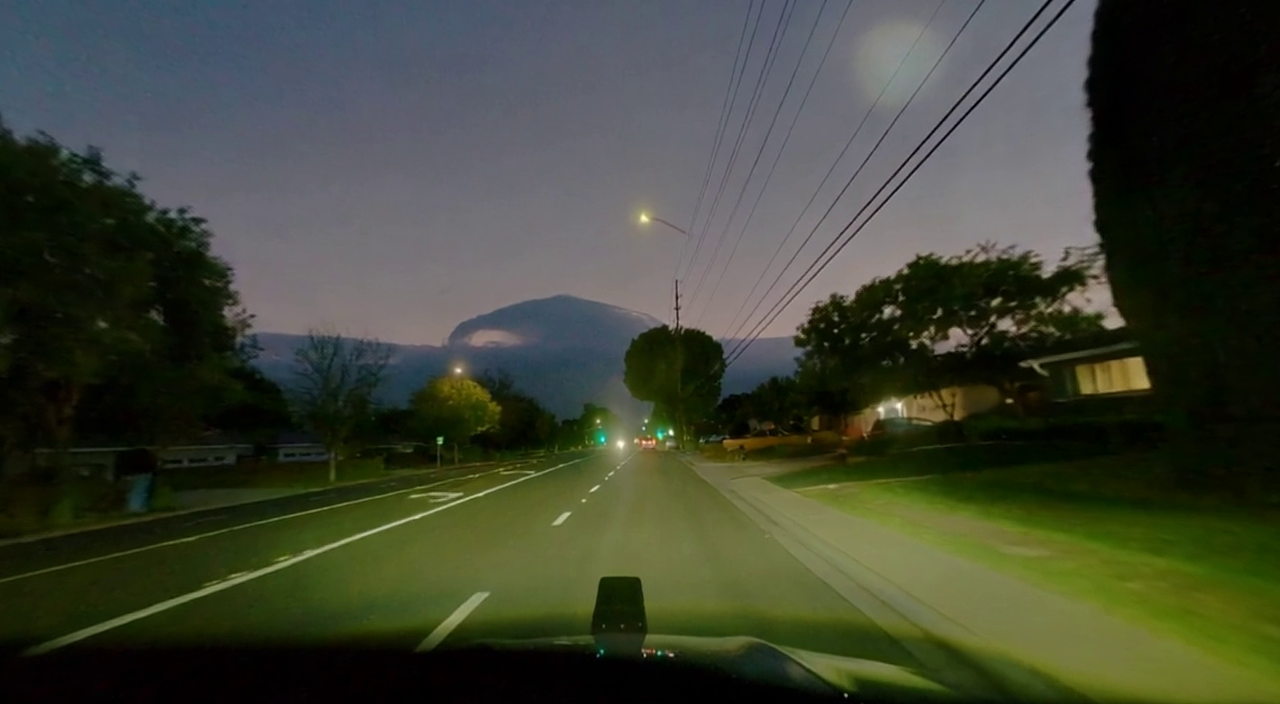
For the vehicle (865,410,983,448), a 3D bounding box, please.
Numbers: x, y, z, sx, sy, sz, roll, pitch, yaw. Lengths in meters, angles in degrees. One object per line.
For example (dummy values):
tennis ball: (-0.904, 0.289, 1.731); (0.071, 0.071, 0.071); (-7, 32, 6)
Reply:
vehicle: (11.683, 3.206, 26.101); (3.992, 1.486, 1.727); (-1, -8, 1)
